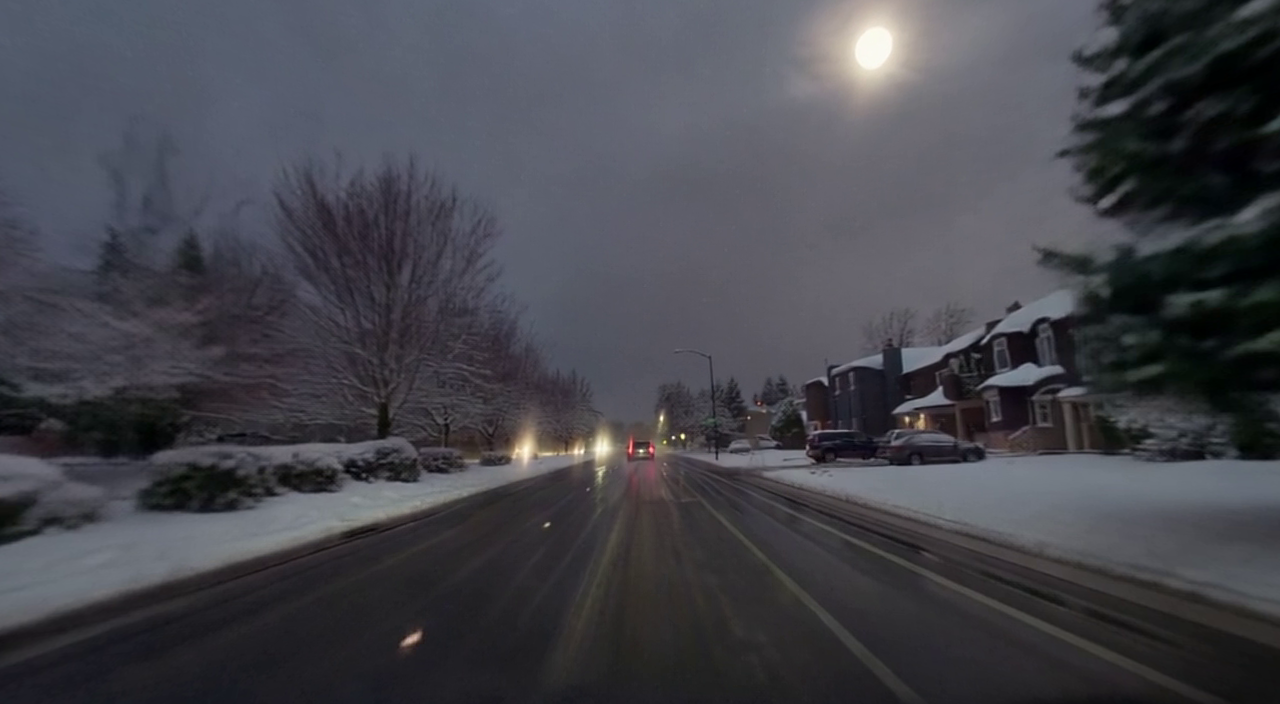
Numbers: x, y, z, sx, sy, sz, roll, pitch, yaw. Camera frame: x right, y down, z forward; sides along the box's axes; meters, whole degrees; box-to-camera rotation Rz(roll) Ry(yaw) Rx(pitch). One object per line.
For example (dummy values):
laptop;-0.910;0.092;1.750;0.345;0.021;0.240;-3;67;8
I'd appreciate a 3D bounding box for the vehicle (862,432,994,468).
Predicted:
vehicle;12.437;4.252;27.306;4.787;1.494;1.887;0;-8;1

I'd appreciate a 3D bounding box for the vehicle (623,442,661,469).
vehicle;0.120;6.025;36.651;2.054;1.456;4.003;0;-8;0

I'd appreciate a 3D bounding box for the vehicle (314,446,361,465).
vehicle;-23.933;8.187;49.796;1.892;1.455;3.564;0;-8;1

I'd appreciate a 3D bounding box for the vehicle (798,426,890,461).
vehicle;12.493;5.665;38.733;4.923;2.019;1.985;0;-9;2
